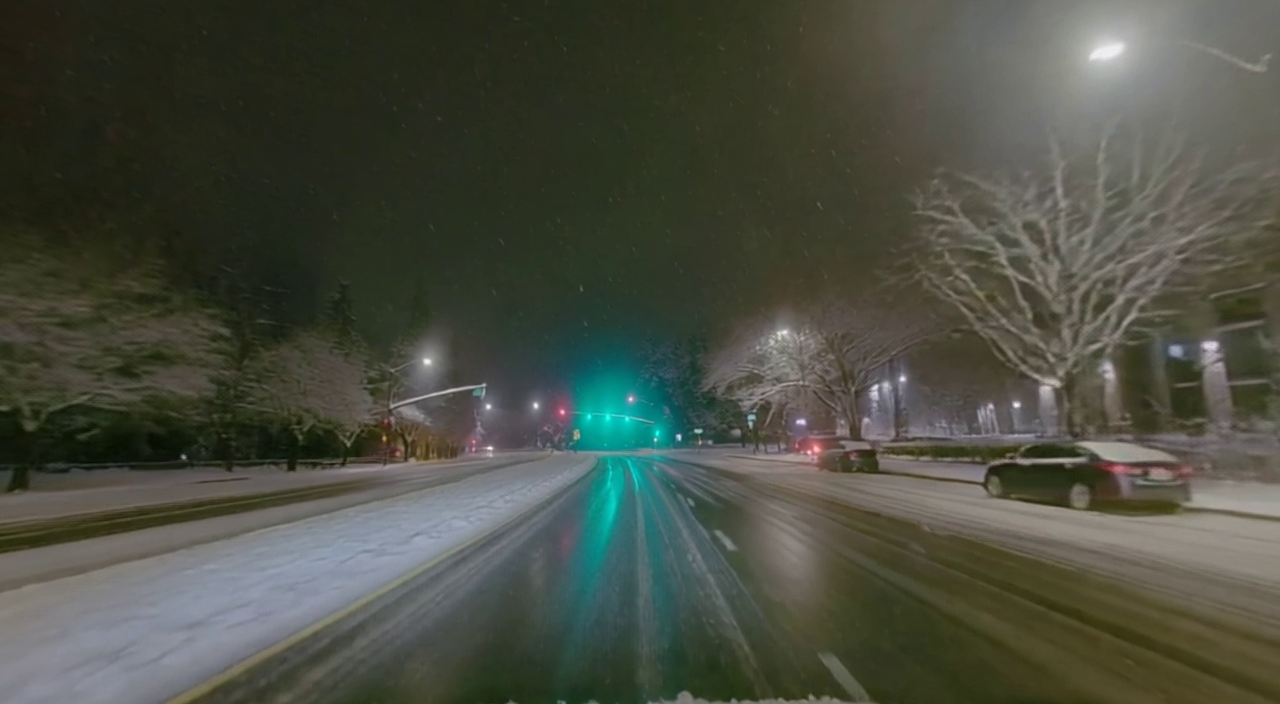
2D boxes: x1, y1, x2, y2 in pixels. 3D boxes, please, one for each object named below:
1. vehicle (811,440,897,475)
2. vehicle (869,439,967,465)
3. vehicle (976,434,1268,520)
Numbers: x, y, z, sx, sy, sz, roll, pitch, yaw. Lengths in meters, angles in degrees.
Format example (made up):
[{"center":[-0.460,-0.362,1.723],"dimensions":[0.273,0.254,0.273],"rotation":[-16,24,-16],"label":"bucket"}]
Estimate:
[{"center":[10.330,5.156,30.969],"dimensions":[2.034,1.551,5.228],"rotation":[1,-9,-5],"label":"vehicle"},{"center":[16.890,6.097,38.477],"dimensions":[4.985,1.484,2.150],"rotation":[1,-9,-3],"label":"vehicle"},{"center":[10.269,2.694,14.295],"dimensions":[2.109,1.533,5.664],"rotation":[0,-9,-1],"label":"vehicle"}]
